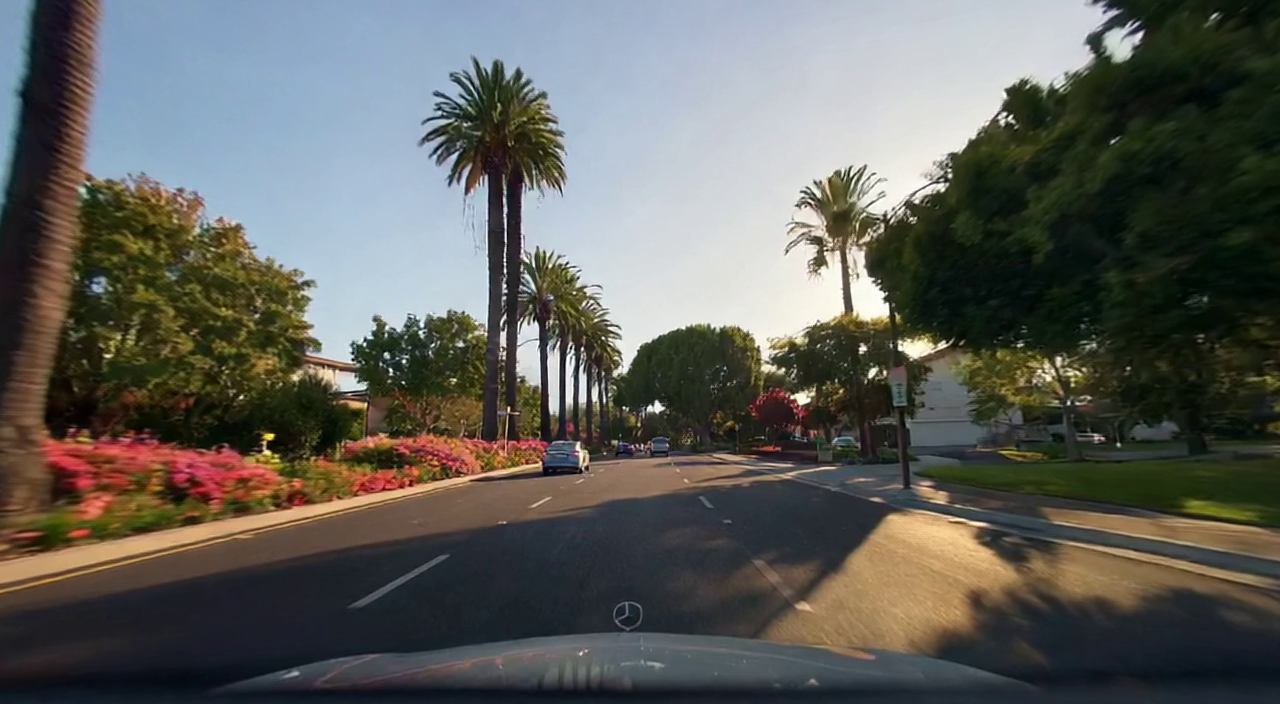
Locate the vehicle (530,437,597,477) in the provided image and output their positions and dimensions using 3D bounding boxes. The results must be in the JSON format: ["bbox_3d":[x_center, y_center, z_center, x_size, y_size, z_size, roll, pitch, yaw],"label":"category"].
[{"bbox_3d":[-3.015,4.280,25.759,2.036,1.478,4.508,0,-8,2],"label":"vehicle"}]
